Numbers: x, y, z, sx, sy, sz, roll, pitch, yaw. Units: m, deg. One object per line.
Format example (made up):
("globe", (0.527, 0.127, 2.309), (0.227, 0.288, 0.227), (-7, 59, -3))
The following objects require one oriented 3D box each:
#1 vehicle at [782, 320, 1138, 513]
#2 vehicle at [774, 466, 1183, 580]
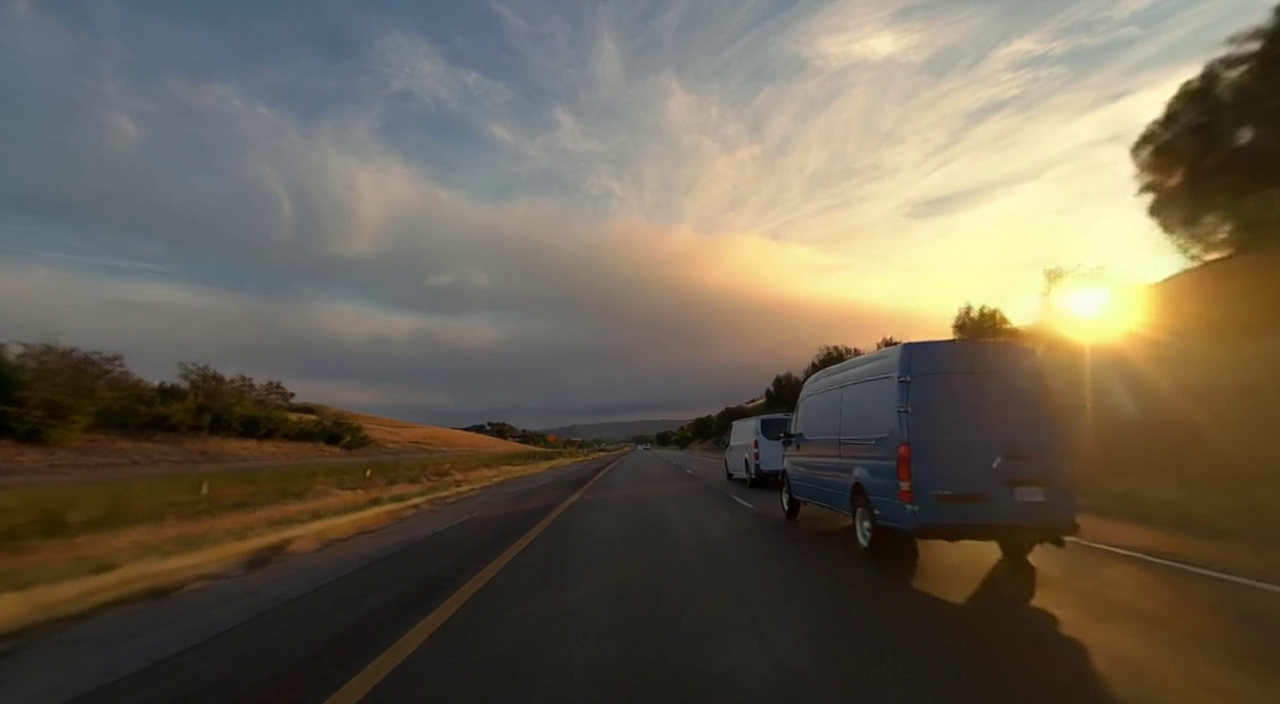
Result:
("vehicle", (4.059, 1.053, 9.623), (2.444, 2.053, 5.616), (-1, -8, 0))
("vehicle", (4.010, 2.265, 9.420), (2.702, 0.824, 6.391), (0, -8, 1))
